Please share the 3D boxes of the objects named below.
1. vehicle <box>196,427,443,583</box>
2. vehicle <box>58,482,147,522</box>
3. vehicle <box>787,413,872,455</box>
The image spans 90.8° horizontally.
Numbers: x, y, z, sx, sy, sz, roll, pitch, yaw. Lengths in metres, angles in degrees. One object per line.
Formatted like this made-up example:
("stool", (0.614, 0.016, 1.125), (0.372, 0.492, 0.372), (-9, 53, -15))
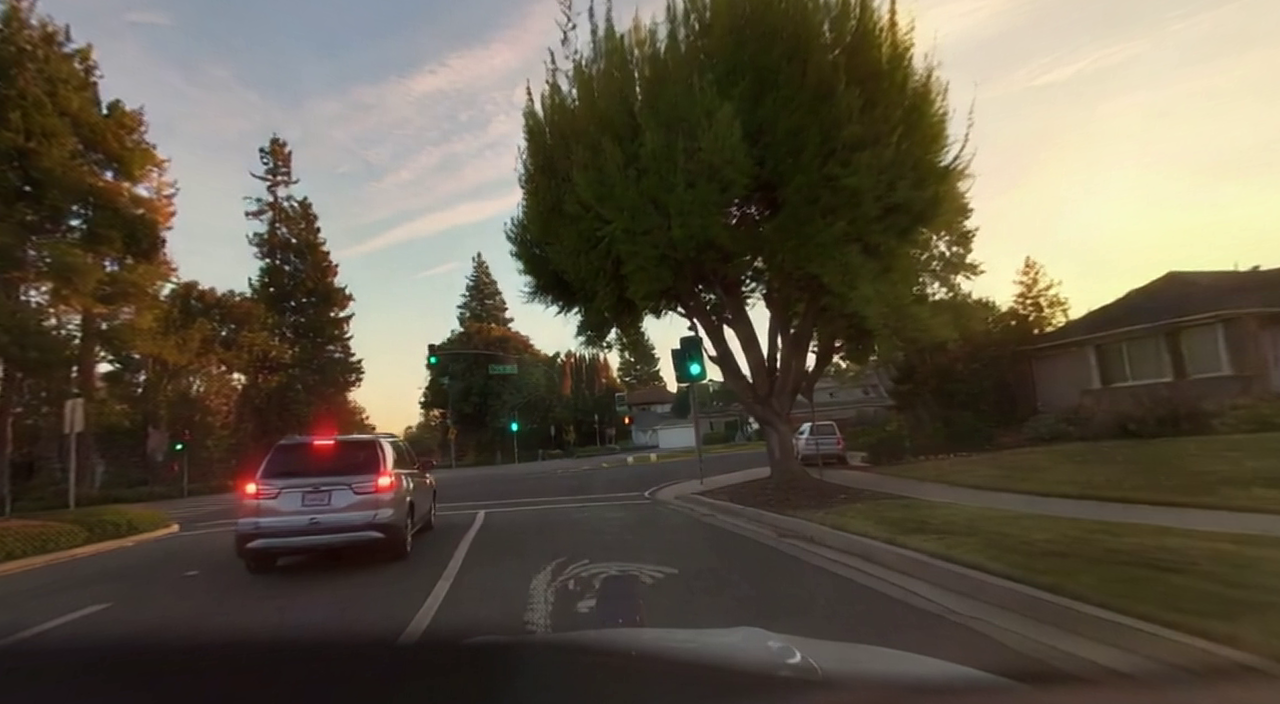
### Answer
("vehicle", (-4.256, 2.032, 9.303), (1.990, 1.707, 4.225), (1, -9, -9))
("vehicle", (-27.662, 7.689, 32.695), (1.943, 1.677, 4.176), (3, -9, -18))
("vehicle", (7.402, 3.310, 25.174), (1.911, 1.516, 4.251), (0, -9, -2))
